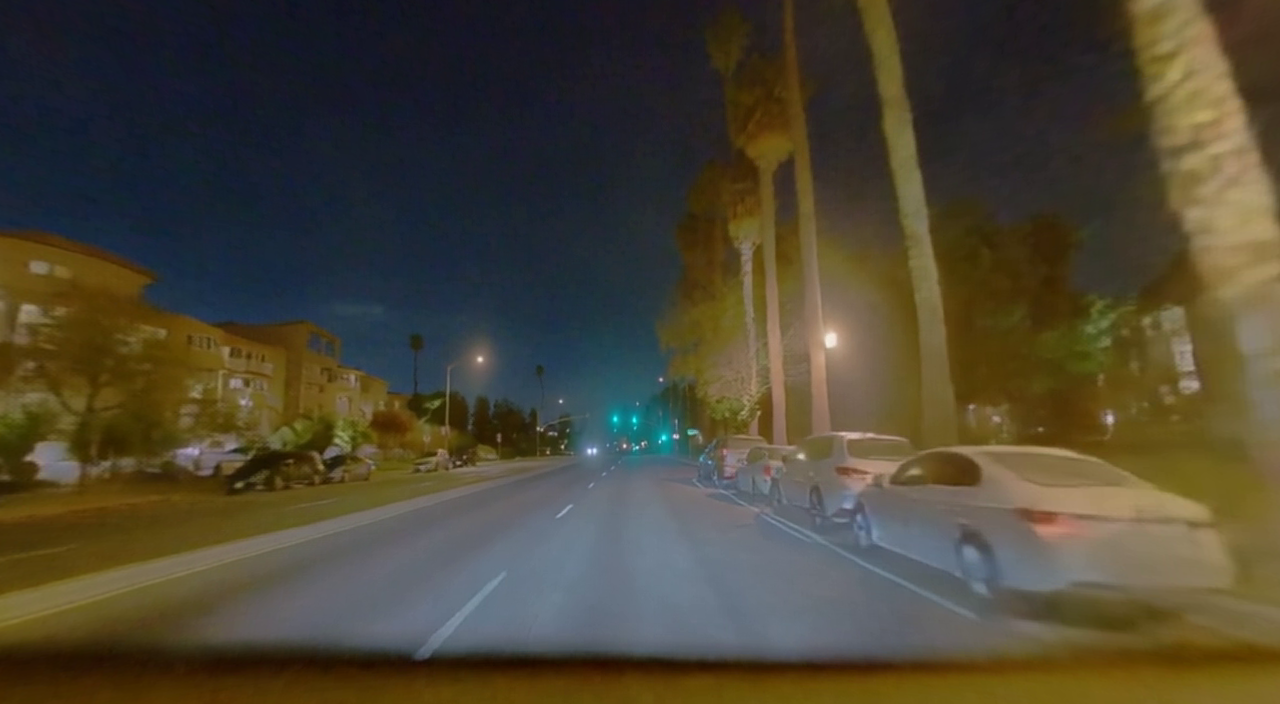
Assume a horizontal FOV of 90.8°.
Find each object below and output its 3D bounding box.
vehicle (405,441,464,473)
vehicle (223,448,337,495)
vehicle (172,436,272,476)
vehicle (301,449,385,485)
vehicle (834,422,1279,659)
[{"bbox_3d":[-14.129,7.216,43.876,2.245,1.904,5.805,-1,-7,-1],"label":"vehicle"},{"bbox_3d":[-13.788,4.566,24.568,1.970,1.525,4.420,0,-8,-2],"label":"vehicle"},{"bbox_3d":[-20.944,5.218,31.932,1.957,1.871,4.515,0,-9,-1],"label":"vehicle"},{"bbox_3d":[-13.898,5.393,29.868,1.916,1.459,4.222,-1,-8,0],"label":"vehicle"},{"bbox_3d":[3.690,1.551,6.399,1.888,1.480,4.653,0,-9,-1],"label":"vehicle"}]
